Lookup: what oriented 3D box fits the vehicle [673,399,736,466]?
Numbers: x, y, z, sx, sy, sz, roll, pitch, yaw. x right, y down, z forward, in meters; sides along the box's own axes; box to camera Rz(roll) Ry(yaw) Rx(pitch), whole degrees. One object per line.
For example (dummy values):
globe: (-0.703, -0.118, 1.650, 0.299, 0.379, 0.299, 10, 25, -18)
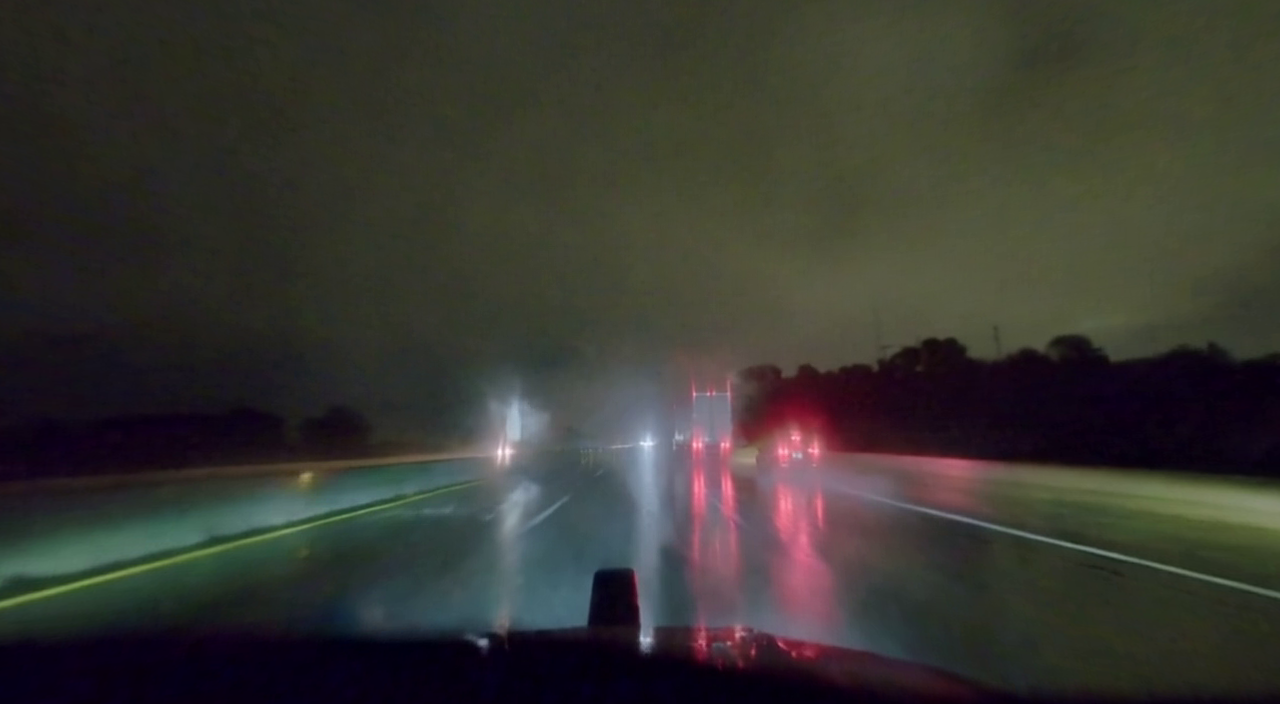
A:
vehicle: (4.317, 5.896, 45.533, 2.960, 4.099, 14.097, 0, -8, -1)
